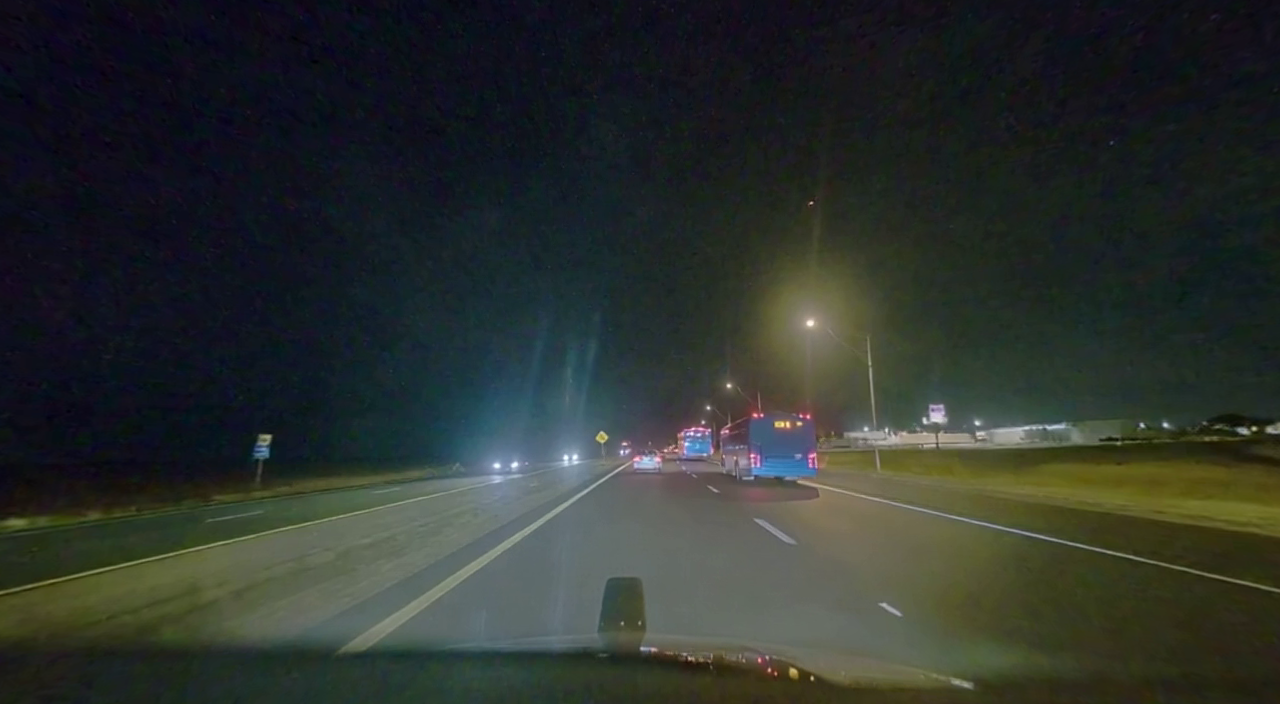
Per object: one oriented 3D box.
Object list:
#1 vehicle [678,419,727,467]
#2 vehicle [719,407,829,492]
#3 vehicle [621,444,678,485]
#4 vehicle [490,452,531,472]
[{"bbox_3d":[4.623,7.026,48.297,2.883,3.358,7.942,0,-9,-1],"label":"vehicle"},{"bbox_3d":[4.433,3.412,22.098,2.440,2.555,5.957,0,-9,-1],"label":"vehicle"},{"bbox_3d":[0.355,4.301,24.373,2.004,1.449,3.817,0,-9,0],"label":"vehicle"},{"bbox_3d":[-10.092,8.621,49.544,2.076,1.459,4.477,0,-9,2],"label":"vehicle"}]
